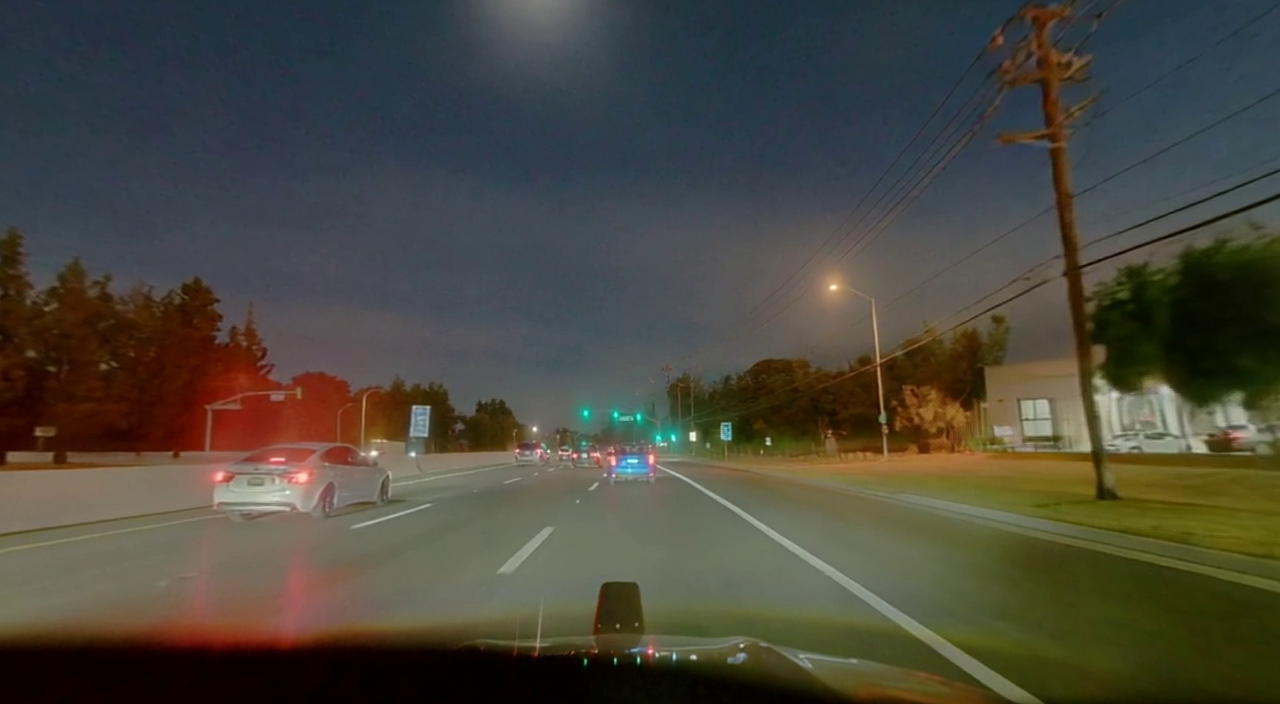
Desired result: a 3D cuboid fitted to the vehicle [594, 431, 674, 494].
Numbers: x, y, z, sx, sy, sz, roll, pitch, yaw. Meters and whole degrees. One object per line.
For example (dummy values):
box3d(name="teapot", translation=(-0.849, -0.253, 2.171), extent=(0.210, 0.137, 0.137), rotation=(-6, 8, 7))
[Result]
box3d(name="vehicle", translation=(-0.183, 3.242, 18.892), extent=(2.140, 1.653, 4.108), rotation=(0, -8, -1))

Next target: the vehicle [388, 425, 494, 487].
box3d(name="vehicle", translation=(-6.823, 3.618, 22.327), extent=(2.144, 1.905, 4.967), rotation=(0, -8, 0))

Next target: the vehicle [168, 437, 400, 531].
box3d(name="vehicle", translation=(-6.580, 2.446, 12.434), extent=(1.900, 1.483, 4.547), rotation=(0, -8, 0))

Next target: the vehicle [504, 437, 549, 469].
box3d(name="vehicle", translation=(-6.623, 5.962, 37.327), extent=(1.914, 1.756, 4.179), rotation=(0, -8, -1))

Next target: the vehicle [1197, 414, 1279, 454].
box3d(name="vehicle", translation=(29.563, 3.880, 29.779), extent=(4.554, 1.761, 2.095), rotation=(0, -8, 0))

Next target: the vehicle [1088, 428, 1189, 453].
box3d(name="vehicle", translation=(29.102, 5.176, 36.970), extent=(4.105, 1.306, 2.050), rotation=(-2, -8, 1))
